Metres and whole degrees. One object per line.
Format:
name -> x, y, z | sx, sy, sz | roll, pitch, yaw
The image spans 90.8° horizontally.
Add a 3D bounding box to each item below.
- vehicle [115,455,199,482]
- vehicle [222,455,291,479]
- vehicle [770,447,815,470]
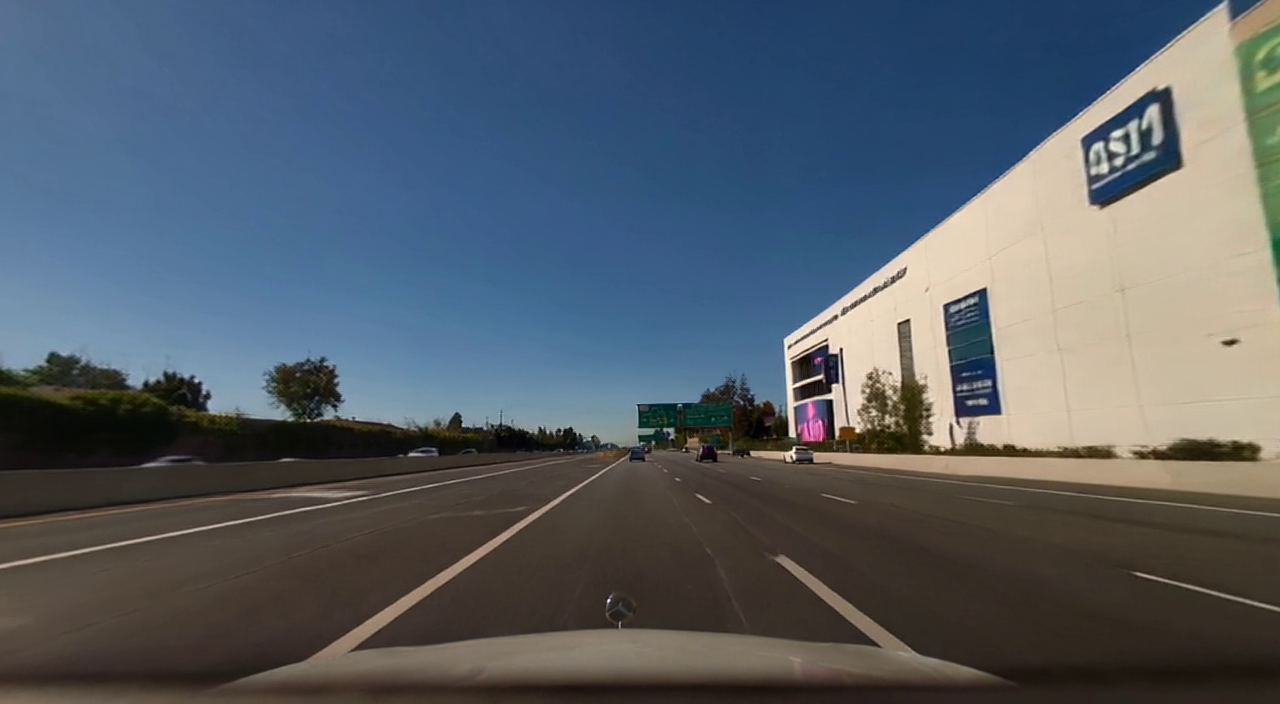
vehicle -> -31.086, 7.488, 40.856 | 1.897, 1.630, 4.428 | 0, -9, 0
vehicle -> -26.736, 7.983, 44.237 | 2.108, 1.518, 4.388 | 0, -9, 0
vehicle -> 10.436, 7.286, 43.532 | 1.953, 1.473, 4.512 | 0, -9, -1
